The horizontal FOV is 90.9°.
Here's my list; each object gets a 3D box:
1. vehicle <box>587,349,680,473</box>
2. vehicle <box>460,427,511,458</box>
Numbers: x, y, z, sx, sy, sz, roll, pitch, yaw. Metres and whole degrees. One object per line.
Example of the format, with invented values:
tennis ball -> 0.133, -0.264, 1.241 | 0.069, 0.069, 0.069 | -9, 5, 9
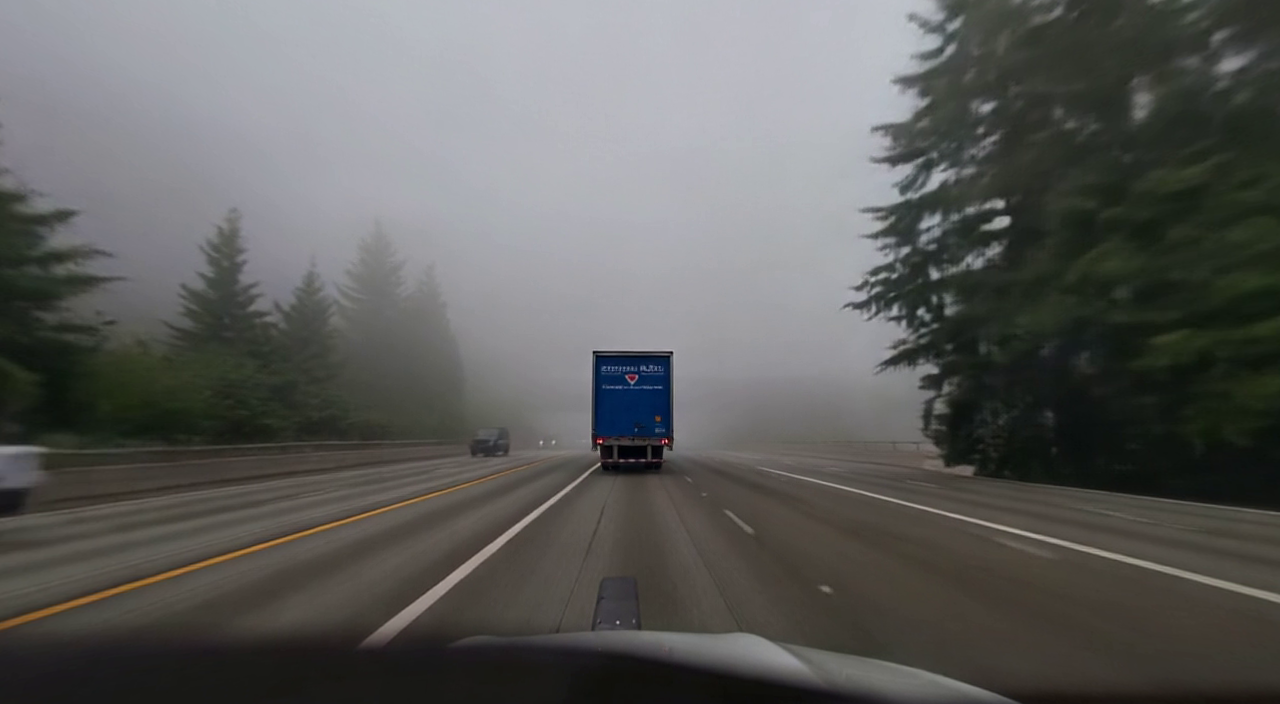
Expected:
vehicle -> -0.443, 2.485, 24.793 | 2.895, 3.861, 10.213 | 0, -8, -3
vehicle -> -9.147, 5.385, 37.588 | 2.043, 1.672, 4.101 | 0, -8, -1
